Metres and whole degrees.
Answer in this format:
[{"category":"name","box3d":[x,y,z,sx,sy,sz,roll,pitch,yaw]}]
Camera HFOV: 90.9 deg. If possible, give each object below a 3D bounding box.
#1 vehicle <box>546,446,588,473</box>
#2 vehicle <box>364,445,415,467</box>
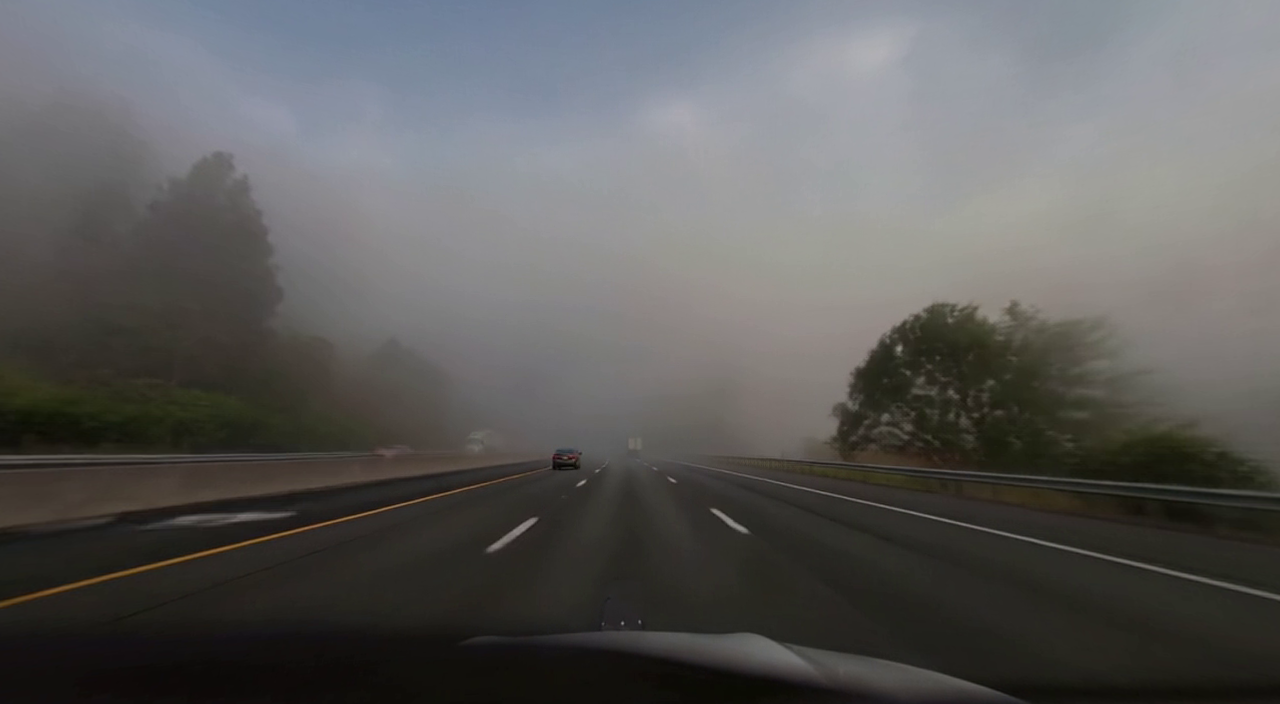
[{"category":"vehicle","box3d":[-4.373,6.506,38.418,2.022,1.513,4.613,0,-9,0]},{"category":"vehicle","box3d":[-17.704,7.374,44.763,1.871,1.500,4.448,0,-9,-1]}]
